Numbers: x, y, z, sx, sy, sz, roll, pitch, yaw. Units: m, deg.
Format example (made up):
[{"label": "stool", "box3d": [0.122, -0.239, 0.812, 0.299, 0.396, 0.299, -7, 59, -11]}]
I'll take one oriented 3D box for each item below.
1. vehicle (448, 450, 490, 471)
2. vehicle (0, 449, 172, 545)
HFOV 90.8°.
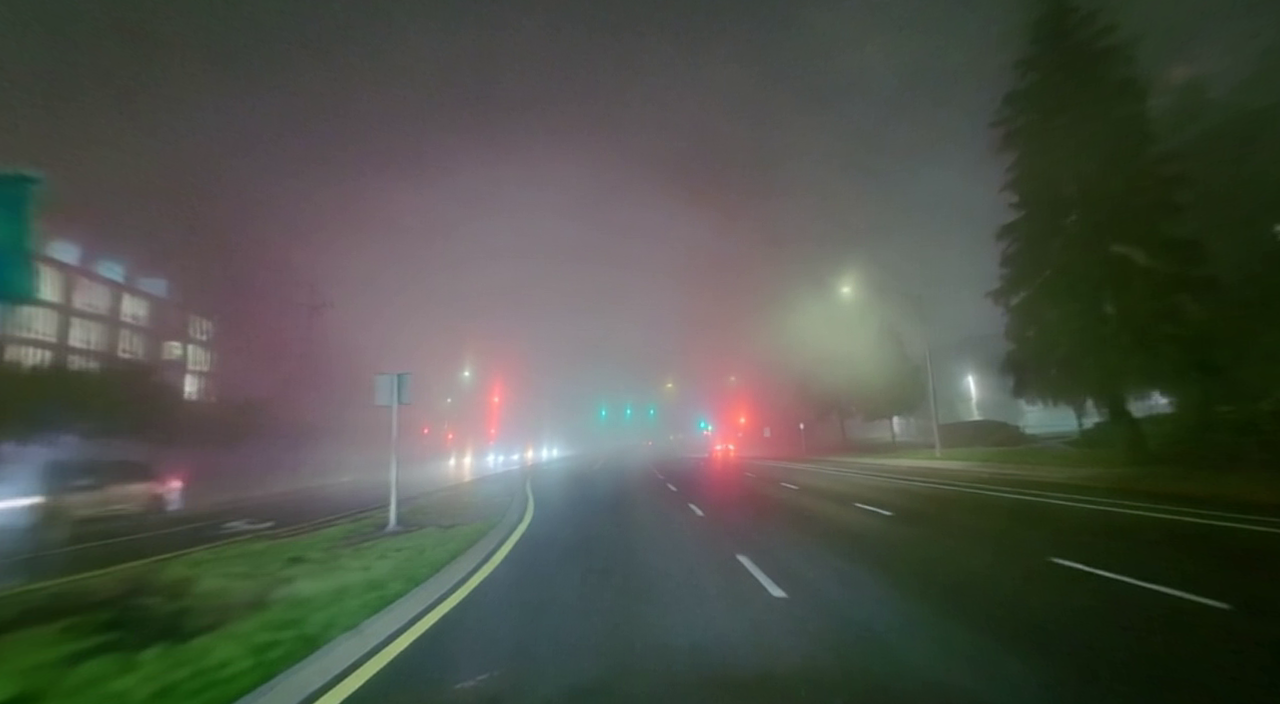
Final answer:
[{"label": "vehicle", "box3d": [-13.273, 8.443, 49.395, 1.973, 1.485, 4.616, 0, -9, 0]}, {"label": "vehicle", "box3d": [-13.869, 3.243, 14.884, 2.038, 1.857, 5.078, 0, -9, -4]}]
